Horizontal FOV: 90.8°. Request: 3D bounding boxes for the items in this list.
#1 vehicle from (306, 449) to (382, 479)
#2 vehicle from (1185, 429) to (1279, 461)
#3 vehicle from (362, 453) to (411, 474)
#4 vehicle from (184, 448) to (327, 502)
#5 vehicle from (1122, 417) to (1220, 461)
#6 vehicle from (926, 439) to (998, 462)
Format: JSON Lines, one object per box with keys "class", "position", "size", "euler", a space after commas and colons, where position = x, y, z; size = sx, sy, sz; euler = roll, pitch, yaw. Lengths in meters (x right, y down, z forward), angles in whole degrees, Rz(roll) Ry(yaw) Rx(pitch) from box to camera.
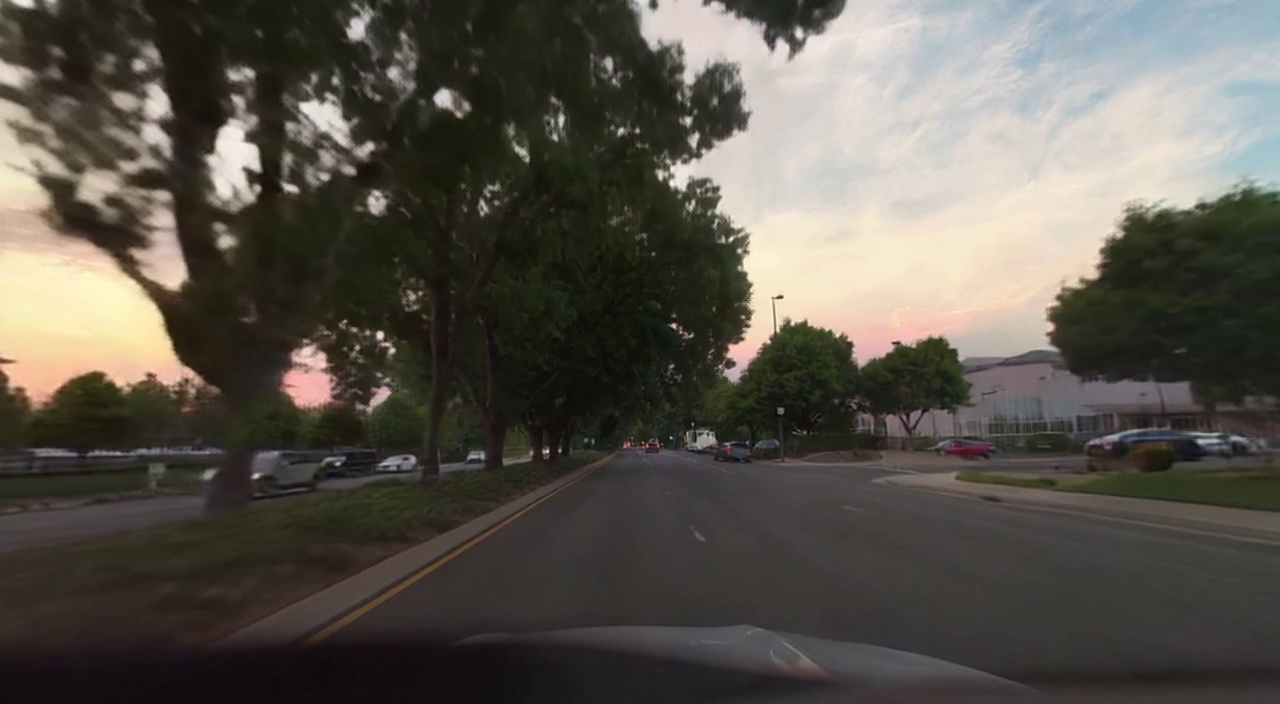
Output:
{"class": "vehicle", "position": [-20.074, 7.581, 43.236], "size": [2.208, 1.882, 5.826], "euler": [-1, -9, 2]}
{"class": "vehicle", "position": [36.899, 5.740, 39.177], "size": [4.752, 1.730, 1.932], "euler": [-1, -9, -11]}
{"class": "vehicle", "position": [-19.787, 8.695, 49.501], "size": [1.795, 1.452, 4.718], "euler": [0, -9, 1]}
{"class": "vehicle", "position": [-13.453, 4.279, 22.537], "size": [1.990, 1.686, 4.611], "euler": [-1, -9, 3]}
{"class": "vehicle", "position": [32.159, 5.309, 38.349], "size": [3.804, 2.526, 2.489], "euler": [1, -9, -11]}
{"class": "vehicle", "position": [23.677, 7.219, 46.448], "size": [4.518, 1.599, 1.850], "euler": [2, -9, -13]}
